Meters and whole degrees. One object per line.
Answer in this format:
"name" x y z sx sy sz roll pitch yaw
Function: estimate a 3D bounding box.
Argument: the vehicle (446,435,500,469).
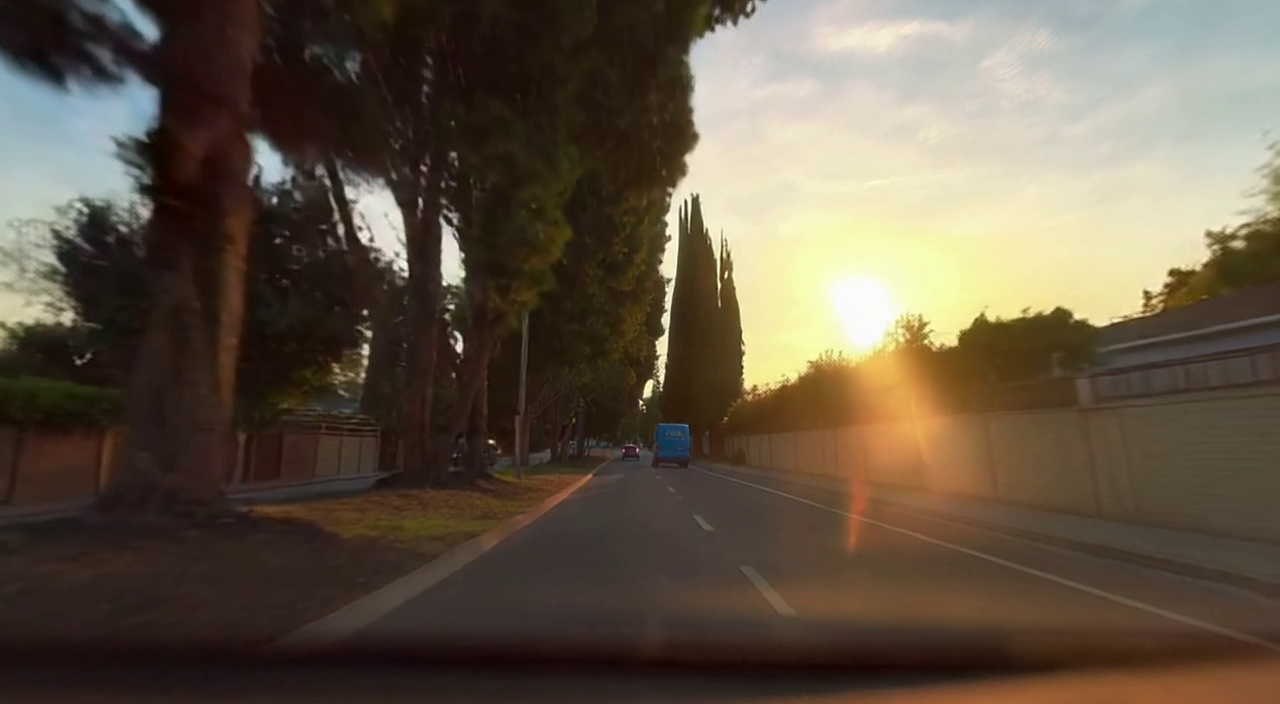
"vehicle" -12.344 7.424 47.219 2.418 2.348 5.867 0 -8 0
